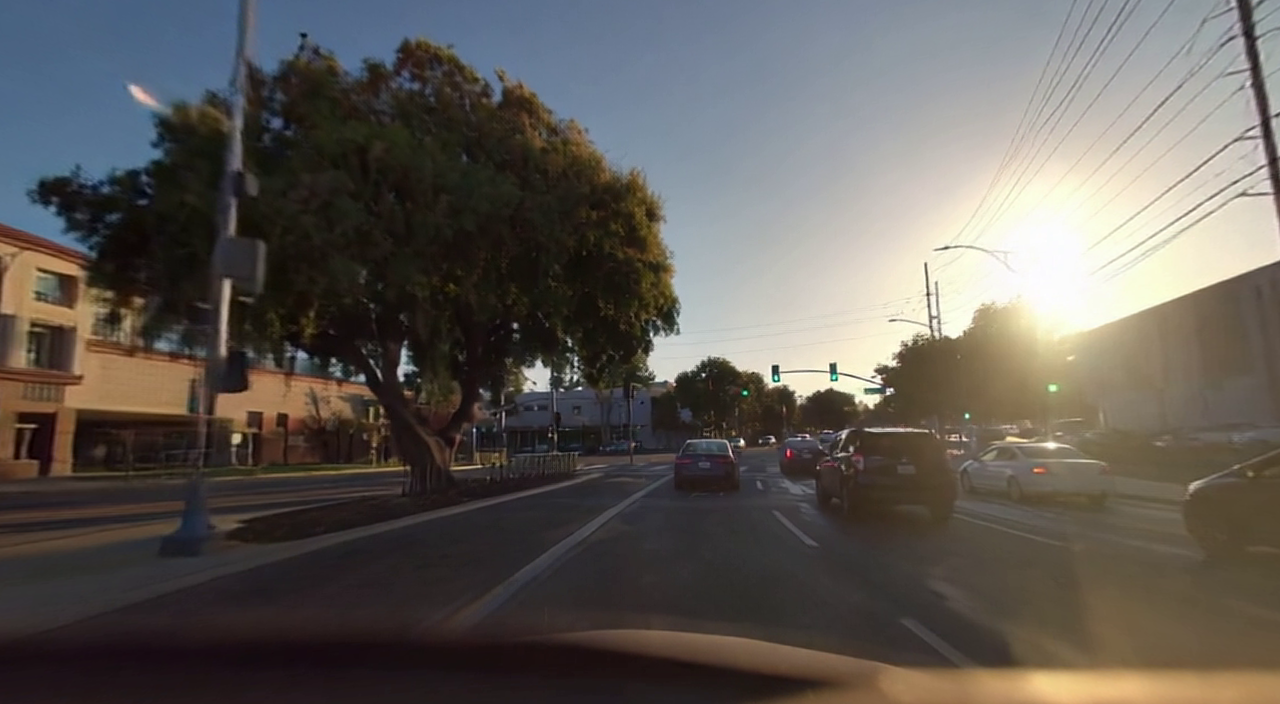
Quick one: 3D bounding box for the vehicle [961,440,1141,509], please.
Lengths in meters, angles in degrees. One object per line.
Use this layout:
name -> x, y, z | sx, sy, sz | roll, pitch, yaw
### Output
vehicle -> 10.113, 3.004, 16.042 | 1.882, 1.463, 4.543 | -1, -9, 6

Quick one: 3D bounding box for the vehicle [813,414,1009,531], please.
vehicle -> 4.902, 2.246, 12.352 | 2.119, 1.810, 4.848 | -1, -9, 6

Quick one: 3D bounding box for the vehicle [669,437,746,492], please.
vehicle -> 2.238, 3.494, 19.952 | 2.168, 1.527, 4.174 | -1, -9, 9

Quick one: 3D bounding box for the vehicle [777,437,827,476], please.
vehicle -> 7.305, 4.726, 28.694 | 1.896, 1.612, 4.203 | -1, -9, 11
